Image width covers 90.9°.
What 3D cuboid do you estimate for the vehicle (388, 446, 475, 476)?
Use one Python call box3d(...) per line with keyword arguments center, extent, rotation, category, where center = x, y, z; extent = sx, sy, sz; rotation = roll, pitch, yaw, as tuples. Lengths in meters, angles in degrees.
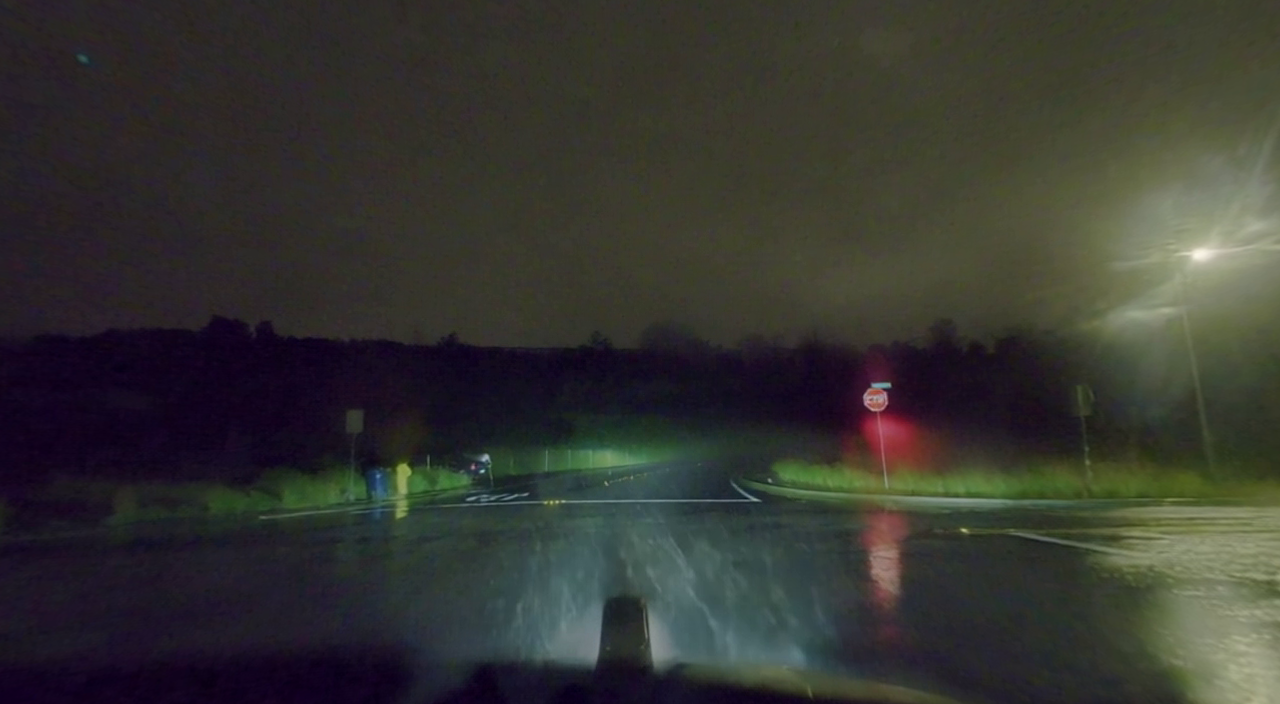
box3d(center=(-12.709, 6.624, 38.537), extent=(4.590, 1.735, 1.973), rotation=(-1, -9, 3), category="vehicle")
